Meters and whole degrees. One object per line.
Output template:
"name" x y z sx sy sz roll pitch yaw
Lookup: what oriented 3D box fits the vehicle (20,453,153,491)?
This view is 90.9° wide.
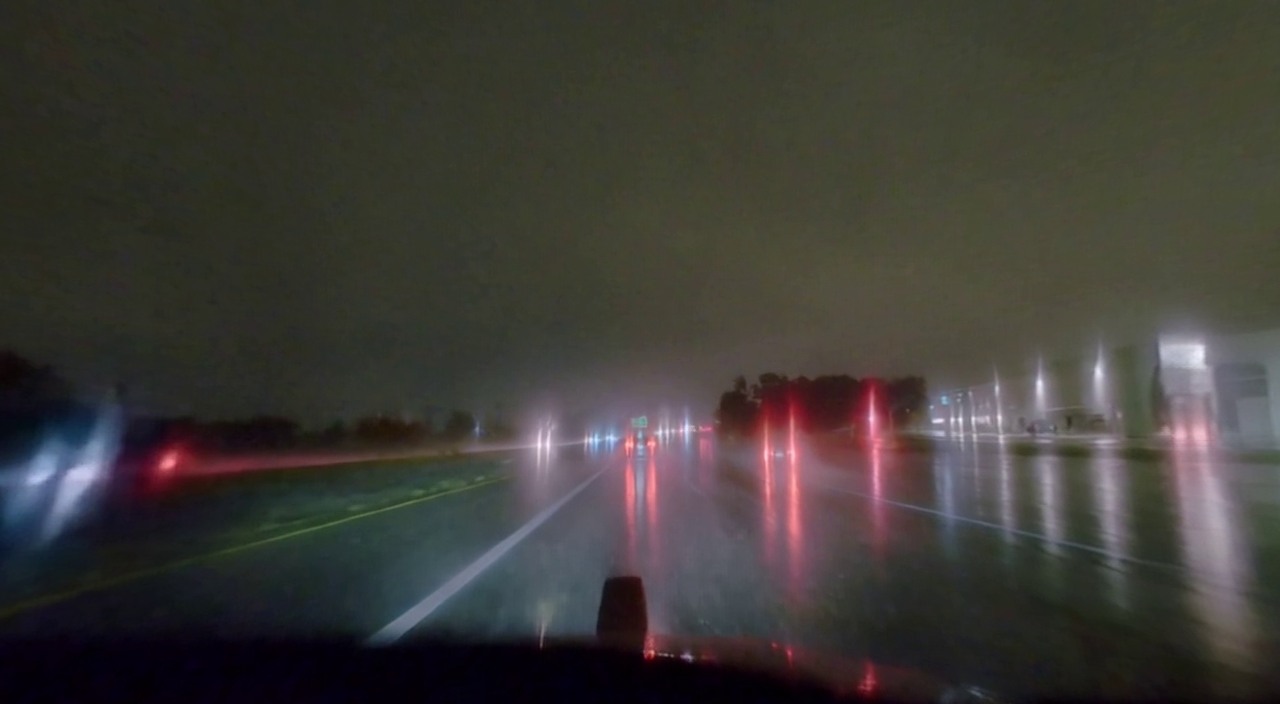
"vehicle" -24.534 5.314 28.218 1.755 1.468 4.571 -1 -9 1
